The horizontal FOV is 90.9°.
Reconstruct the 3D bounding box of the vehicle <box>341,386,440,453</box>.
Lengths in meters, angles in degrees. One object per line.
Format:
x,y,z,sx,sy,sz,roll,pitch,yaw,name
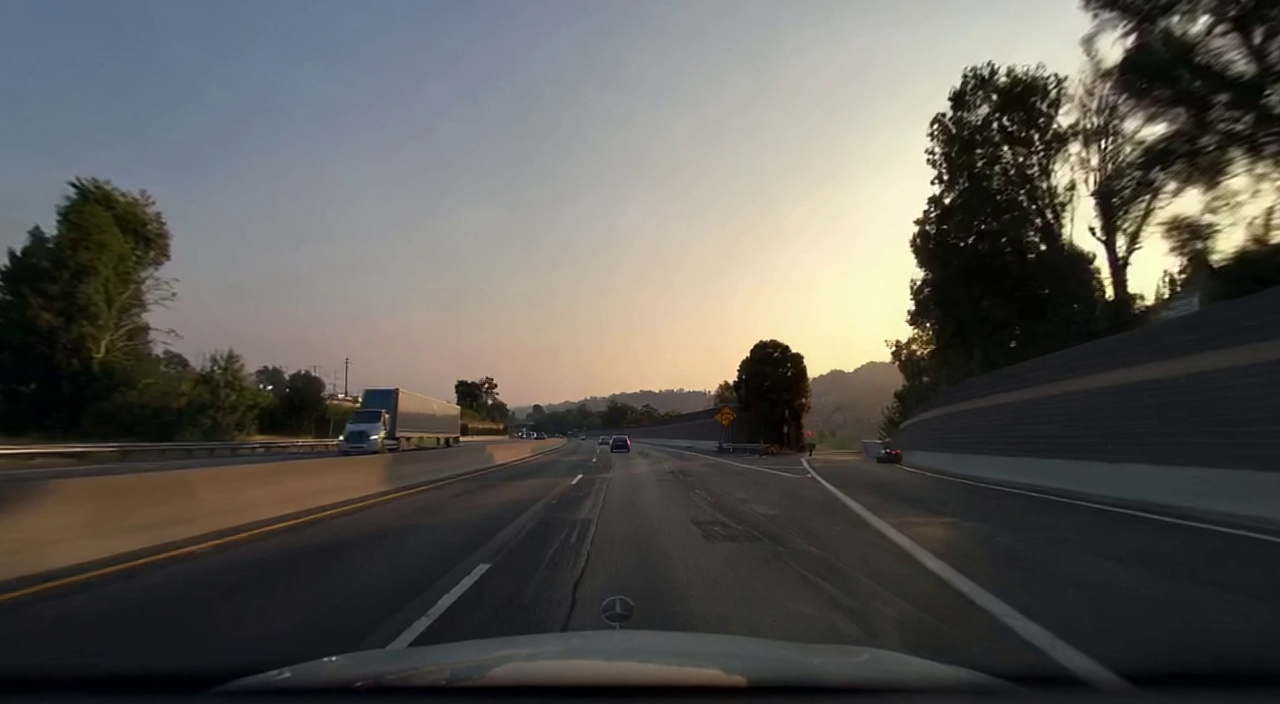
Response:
-17.886,5.112,46.392,2.953,4.309,11.639,0,-8,-2,vehicle
